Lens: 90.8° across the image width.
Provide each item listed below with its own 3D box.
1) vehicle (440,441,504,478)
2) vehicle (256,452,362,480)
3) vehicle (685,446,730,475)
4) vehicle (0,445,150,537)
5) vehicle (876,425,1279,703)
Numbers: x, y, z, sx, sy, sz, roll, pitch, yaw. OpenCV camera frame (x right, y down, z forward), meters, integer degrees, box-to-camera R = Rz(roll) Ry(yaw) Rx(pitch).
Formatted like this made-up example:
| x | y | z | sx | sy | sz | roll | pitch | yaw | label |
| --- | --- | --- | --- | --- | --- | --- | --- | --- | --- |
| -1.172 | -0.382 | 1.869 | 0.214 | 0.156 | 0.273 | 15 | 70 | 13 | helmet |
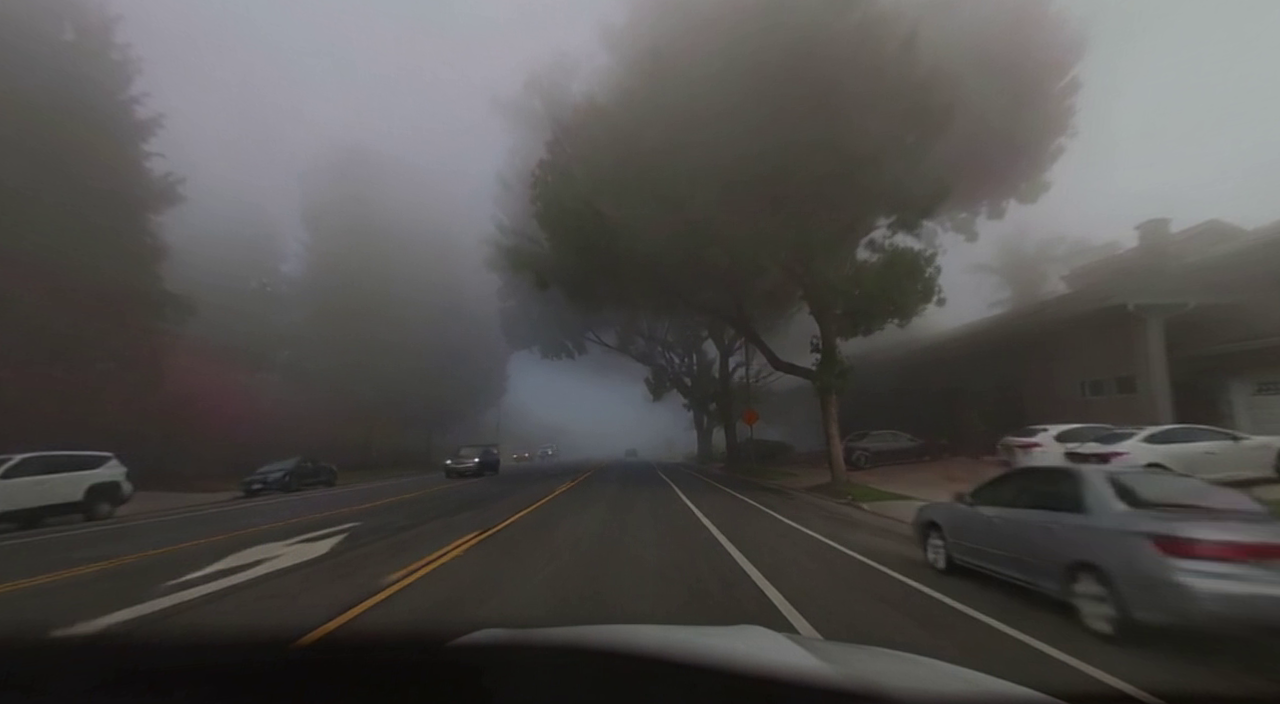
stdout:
| x | y | z | sx | sy | sz | roll | pitch | yaw | label |
| --- | --- | --- | --- | --- | --- | --- | --- | --- | --- |
| -8.585 | 5.508 | 32.768 | 2.041 | 1.760 | 4.522 | 0 | -8 | 1 | vehicle |
| -18.824 | 6.468 | 36.094 | 4.880 | 1.500 | 1.965 | 0 | -8 | -2 | vehicle |
| 3.716 | 6.058 | 35.683 | 1.991 | 1.500 | 4.562 | 0 | -8 | -1 | vehicle |
| -13.029 | 2.900 | 13.361 | 1.978 | 1.706 | 4.310 | -3 | -8 | -1 | vehicle |
| 4.045 | 1.437 | 5.570 | 1.946 | 1.431 | 4.695 | 0 | -8 | -2 | vehicle |
